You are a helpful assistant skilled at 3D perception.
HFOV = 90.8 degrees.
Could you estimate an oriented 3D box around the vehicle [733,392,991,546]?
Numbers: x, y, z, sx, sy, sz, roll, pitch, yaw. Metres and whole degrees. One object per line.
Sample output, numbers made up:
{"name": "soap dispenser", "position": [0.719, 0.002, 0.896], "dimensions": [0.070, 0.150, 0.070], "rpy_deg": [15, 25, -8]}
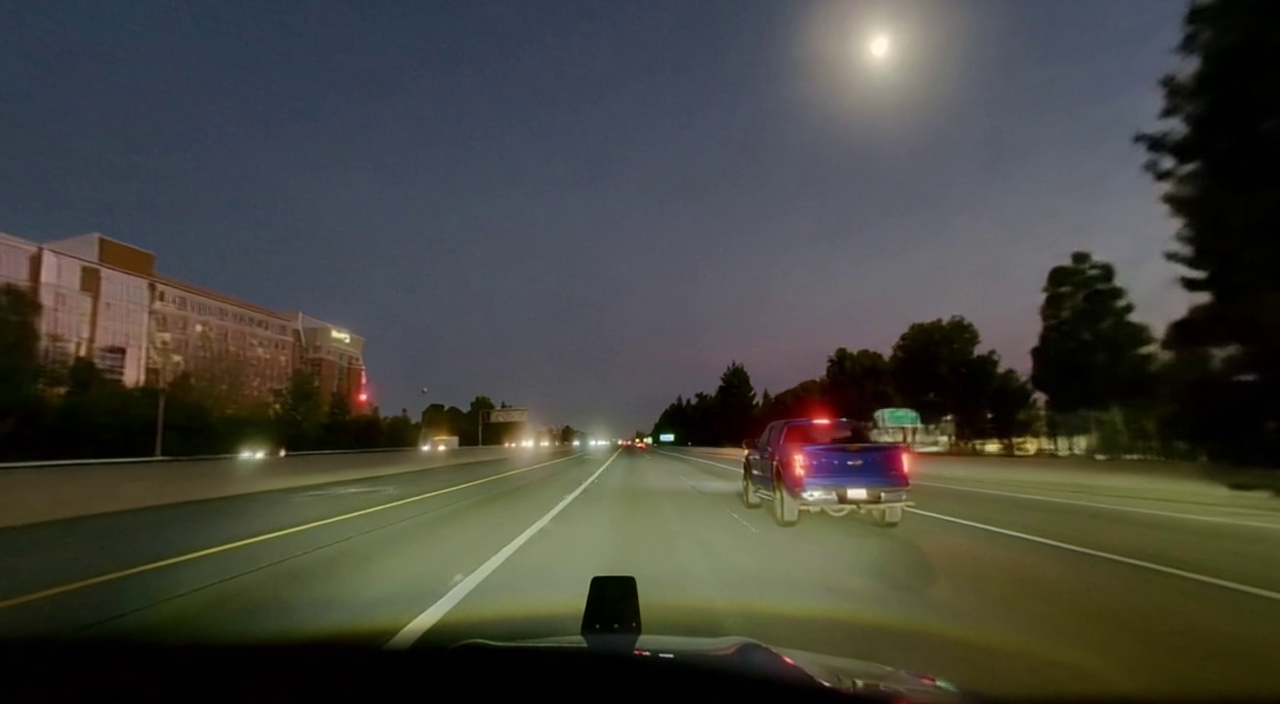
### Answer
{"name": "vehicle", "position": [3.231, 1.850, 10.604], "dimensions": [2.462, 1.984, 4.718], "rpy_deg": [0, -8, -2]}
